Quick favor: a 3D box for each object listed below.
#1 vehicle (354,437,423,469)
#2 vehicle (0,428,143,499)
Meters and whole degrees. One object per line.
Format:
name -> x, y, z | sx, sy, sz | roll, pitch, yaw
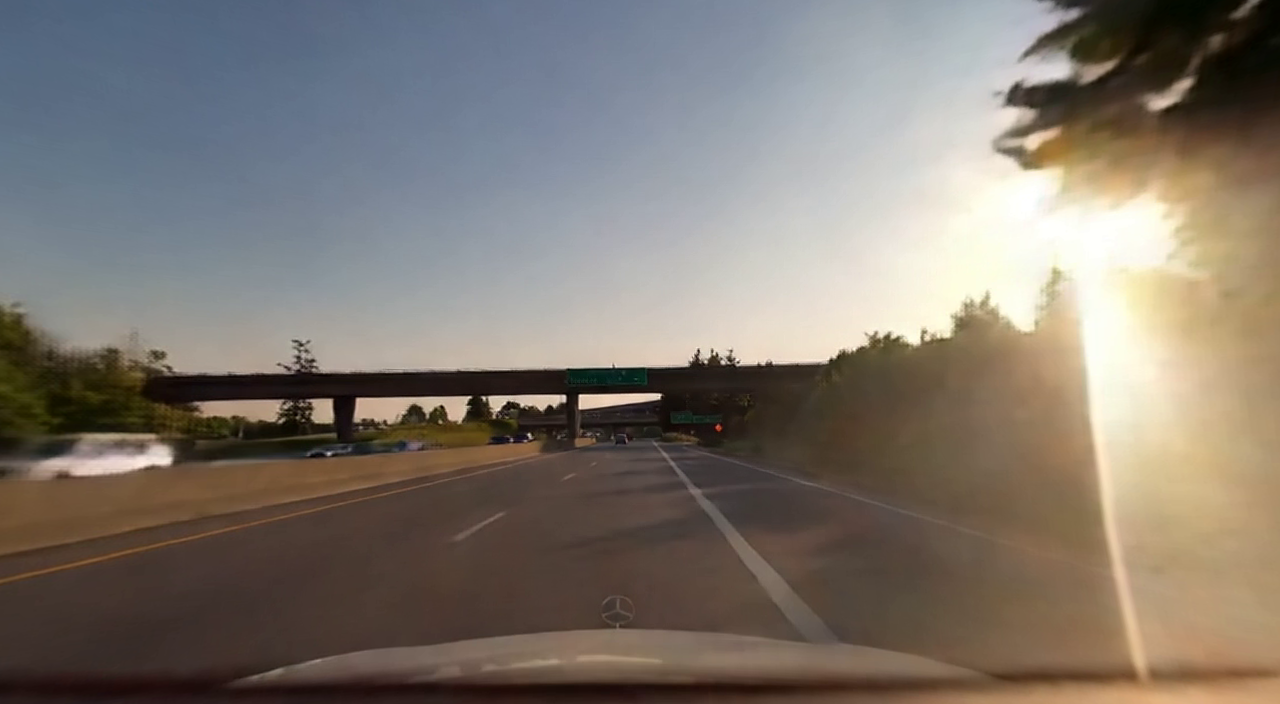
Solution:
vehicle -> -11.804, 4.740, 29.810 | 1.866, 1.380, 3.399 | 0, -8, 0
vehicle -> -15.259, 2.675, 15.496 | 2.223, 1.560, 4.808 | 0, -8, -1
